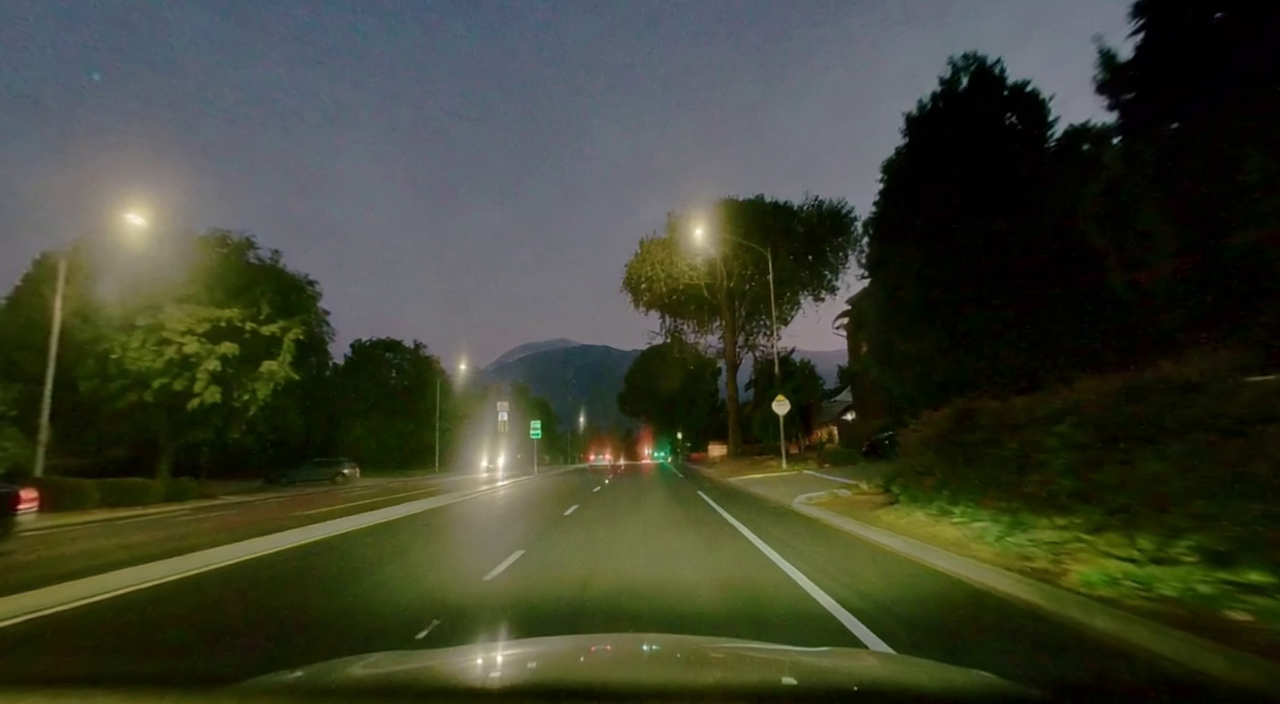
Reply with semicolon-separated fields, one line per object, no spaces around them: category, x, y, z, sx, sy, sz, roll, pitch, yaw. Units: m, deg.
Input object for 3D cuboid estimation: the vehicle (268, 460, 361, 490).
vehicle;-19.538;7.374;37.956;4.553;1.681;1.931;-1;-8;3
